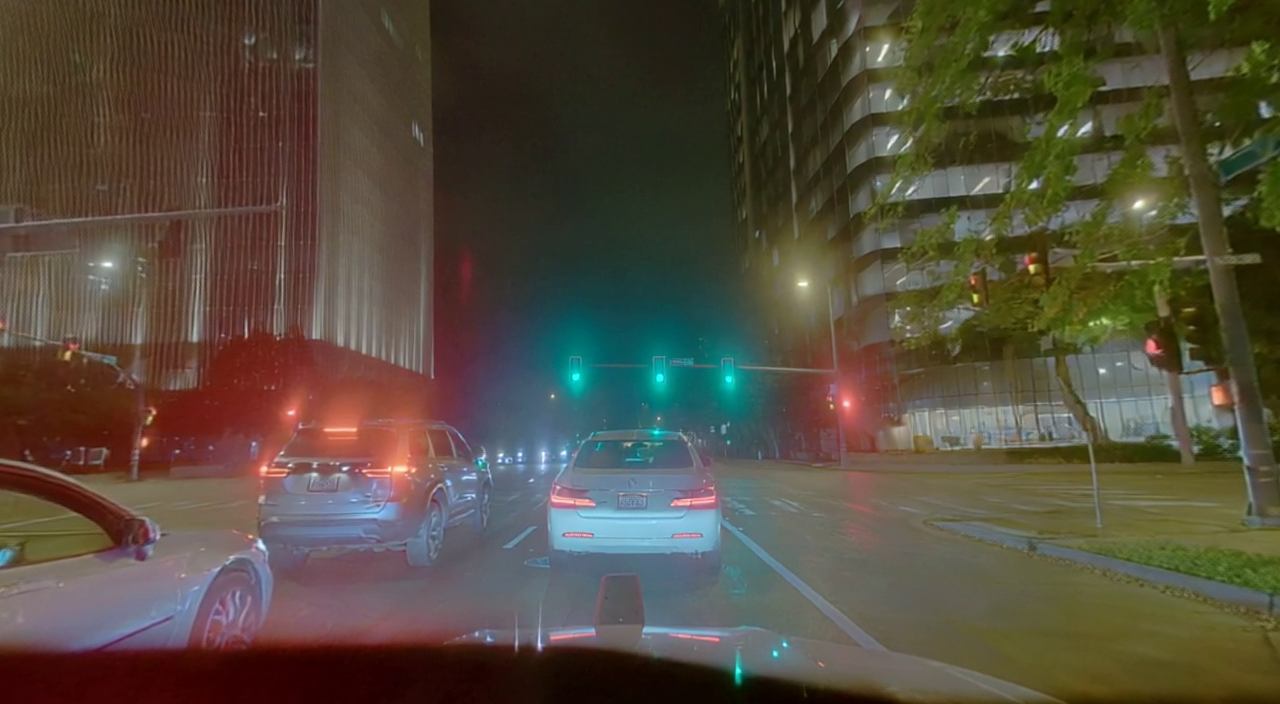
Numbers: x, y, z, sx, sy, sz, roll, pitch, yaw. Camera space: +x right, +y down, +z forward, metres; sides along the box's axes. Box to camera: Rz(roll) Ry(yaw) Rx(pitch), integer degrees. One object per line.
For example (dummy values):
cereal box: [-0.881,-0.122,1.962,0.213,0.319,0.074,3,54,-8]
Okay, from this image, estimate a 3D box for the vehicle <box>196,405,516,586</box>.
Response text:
vehicle: [-3.174,1.704,8.343,2.081,1.719,4.434,0,-8,1]

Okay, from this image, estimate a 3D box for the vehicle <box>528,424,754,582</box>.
vehicle: [0.024,1.762,8.146,2.190,1.522,3.850,0,-8,1]
